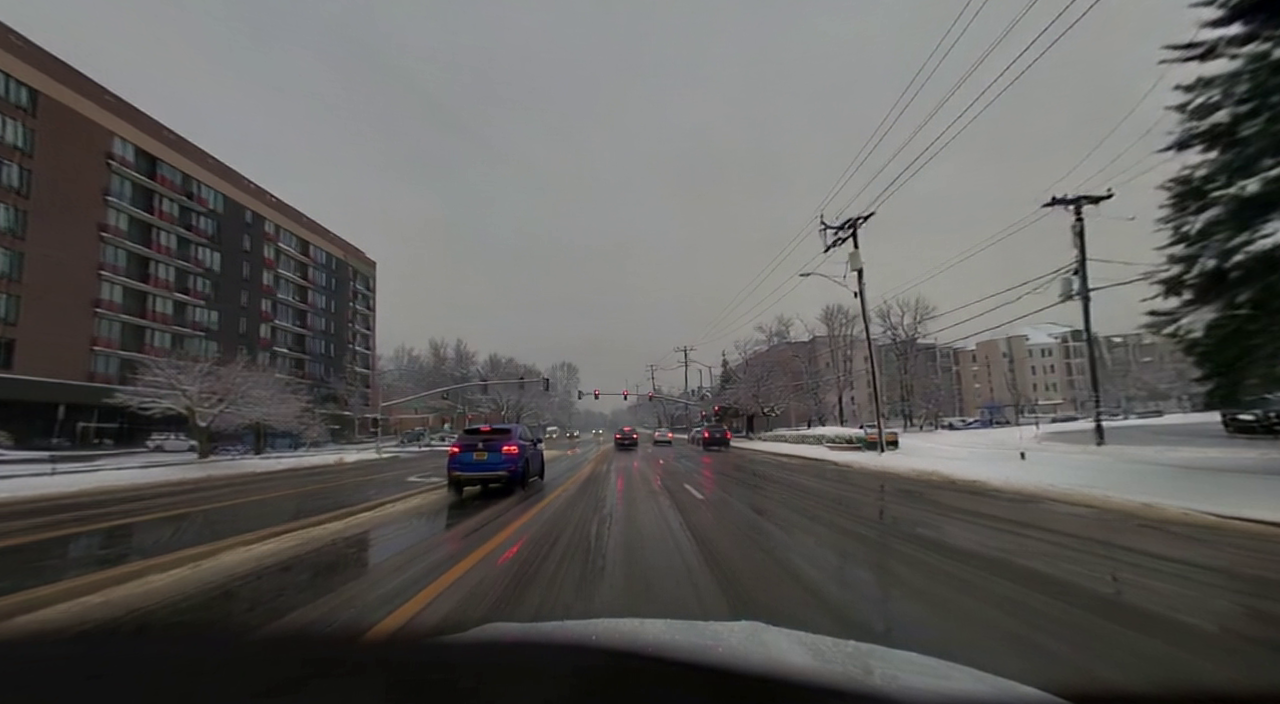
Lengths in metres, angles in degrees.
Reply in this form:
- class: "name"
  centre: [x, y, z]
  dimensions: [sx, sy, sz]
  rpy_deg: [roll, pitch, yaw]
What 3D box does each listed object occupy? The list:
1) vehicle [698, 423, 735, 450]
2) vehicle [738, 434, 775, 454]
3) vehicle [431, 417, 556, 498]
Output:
- class: "vehicle"
  centre: [5.890, 6.677, 49.389]
  dimensions: [2.130, 1.979, 5.310]
  rpy_deg: [0, -8, -1]
- class: "vehicle"
  centre: [8.439, 6.726, 46.224]
  dimensions: [1.897, 1.390, 4.391]
  rpy_deg: [0, -8, 1]
- class: "vehicle"
  centre: [-3.529, 2.660, 16.207]
  dimensions: [2.136, 1.779, 4.417]
  rpy_deg: [0, -8, 0]
